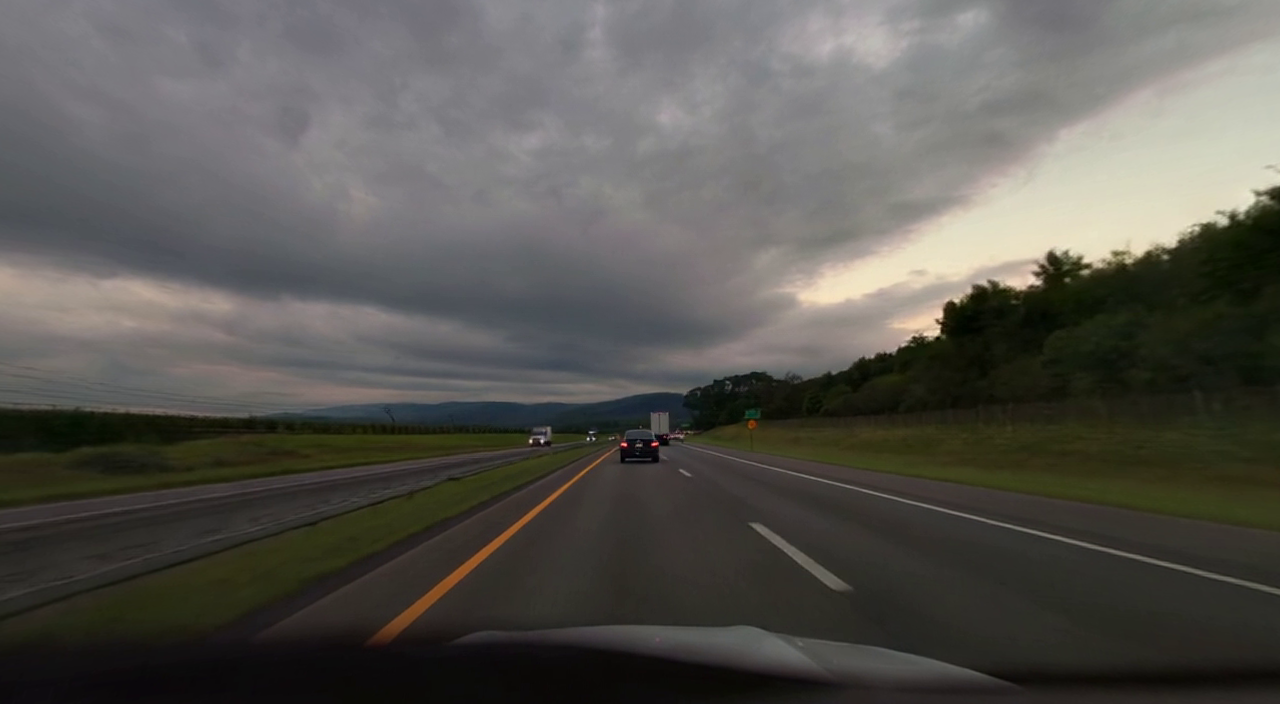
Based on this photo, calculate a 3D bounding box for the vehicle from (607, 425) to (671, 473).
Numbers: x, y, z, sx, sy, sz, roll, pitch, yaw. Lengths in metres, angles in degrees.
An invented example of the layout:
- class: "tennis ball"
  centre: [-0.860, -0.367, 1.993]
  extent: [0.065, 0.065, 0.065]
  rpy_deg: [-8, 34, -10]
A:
- class: "vehicle"
  centre: [-0.073, 3.613, 23.632]
  extent: [2.216, 1.623, 4.220]
  rpy_deg: [0, -8, -1]
